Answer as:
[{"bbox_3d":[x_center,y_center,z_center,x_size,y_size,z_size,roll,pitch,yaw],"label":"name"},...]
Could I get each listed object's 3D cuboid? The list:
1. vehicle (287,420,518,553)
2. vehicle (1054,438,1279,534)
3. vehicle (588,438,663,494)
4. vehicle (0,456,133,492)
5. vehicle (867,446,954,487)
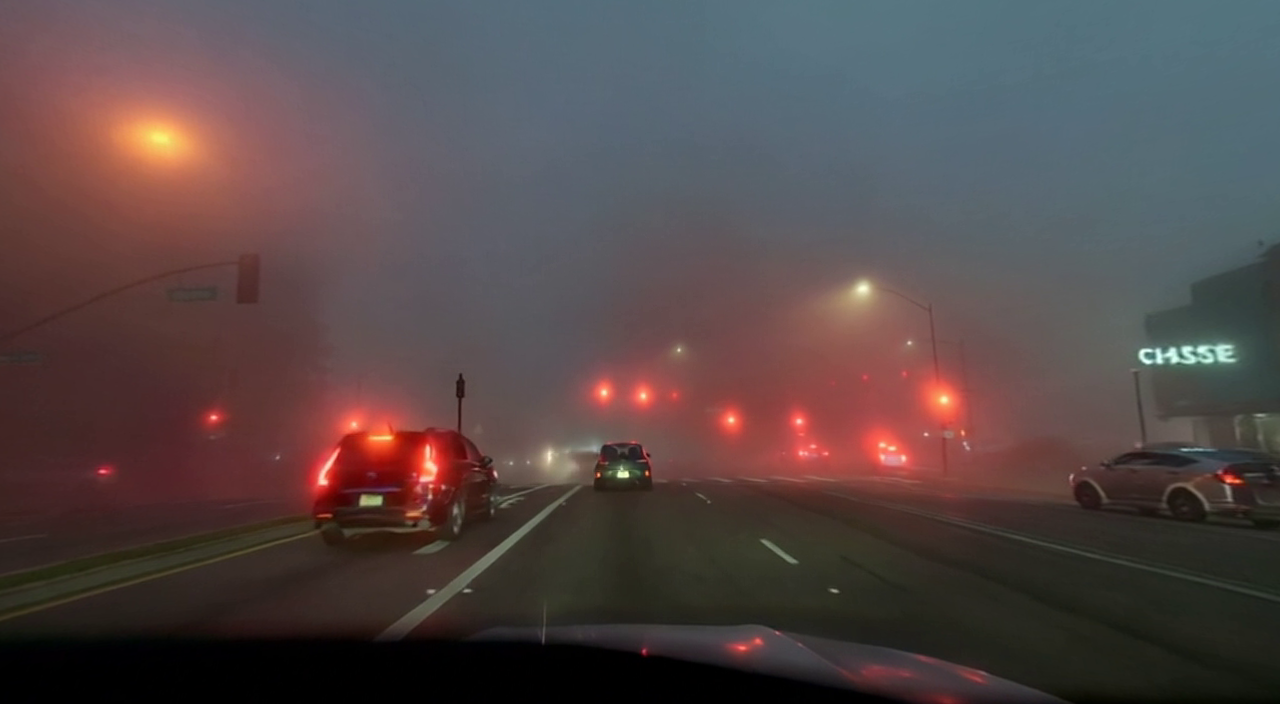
[{"bbox_3d":[-3.499,2.075,10.475,2.057,1.678,4.639,0,-8,0],"label":"vehicle"},{"bbox_3d":[10.312,2.395,11.966,1.936,1.474,4.331,0,-8,0],"label":"vehicle"},{"bbox_3d":[-0.442,3.414,19.250,2.059,1.477,3.988,0,-8,-1],"label":"vehicle"},{"bbox_3d":[-26.683,5.588,29.125,4.687,1.482,1.914,5,-10,-30],"label":"vehicle"},{"bbox_3d":[11.149,4.721,26.326,1.935,1.435,4.141,3,-8,1],"label":"vehicle"}]
